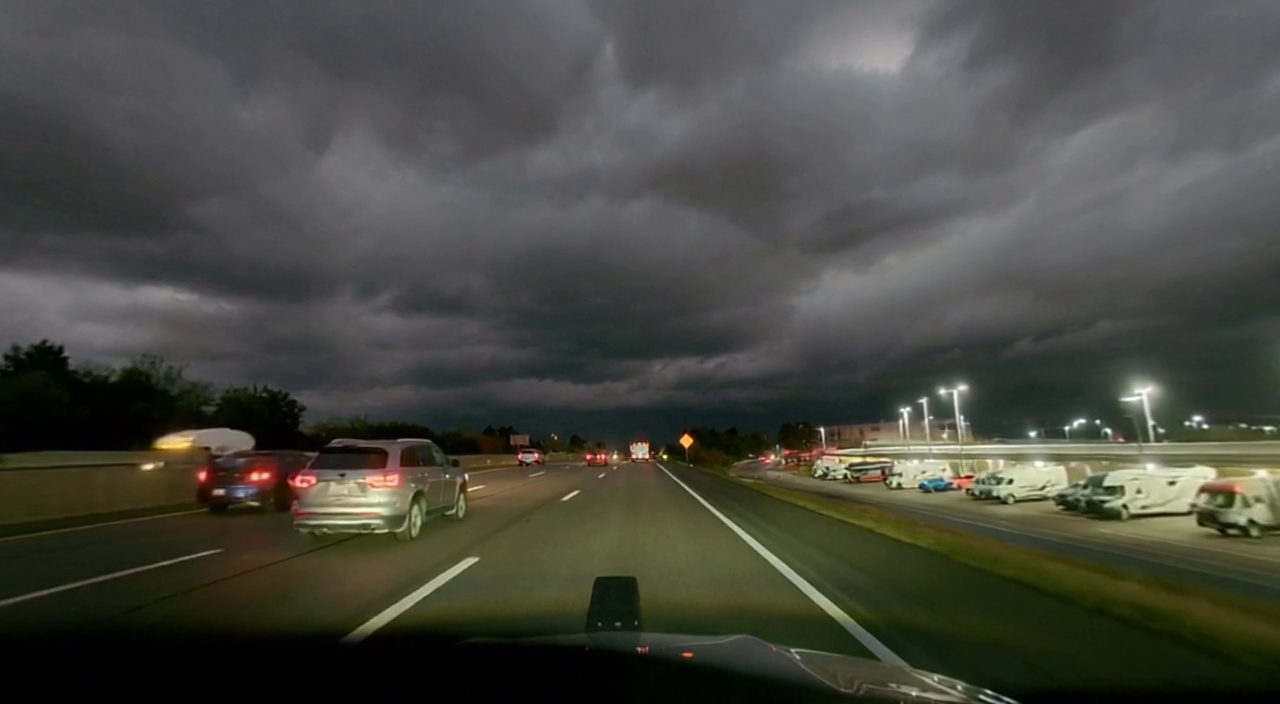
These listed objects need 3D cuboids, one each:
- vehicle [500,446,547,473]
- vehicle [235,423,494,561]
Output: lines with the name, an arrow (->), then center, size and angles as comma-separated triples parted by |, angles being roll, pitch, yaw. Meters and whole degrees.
vehicle -> -7.416, 6.846, 40.384 | 2.046, 1.644, 4.422 | 0, -9, 2
vehicle -> -3.895, 2.047, 9.918 | 2.070, 1.665, 4.213 | 0, -9, 1
